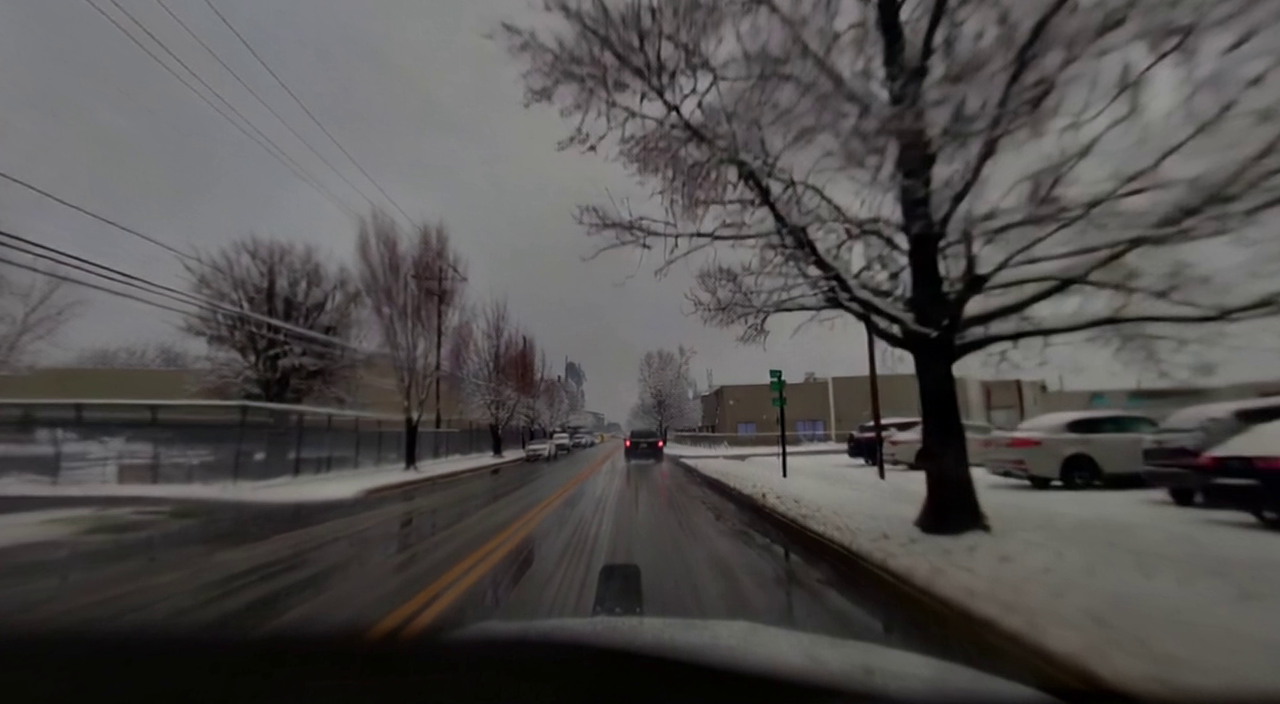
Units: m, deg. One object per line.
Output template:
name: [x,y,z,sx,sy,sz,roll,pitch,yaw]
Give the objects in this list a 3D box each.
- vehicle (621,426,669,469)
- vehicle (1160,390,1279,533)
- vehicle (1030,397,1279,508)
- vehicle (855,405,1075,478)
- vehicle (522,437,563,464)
vehicle: [0.250,4.539,30.201,2.152,1.874,4.042,0,-8,1]
vehicle: [8.995,1.156,7.039,4.661,1.480,1.930,-1,-9,-2]
vehicle: [8.669,1.491,9.482,4.239,1.460,1.984,0,-9,-1]
vehicle: [8.411,2.414,16.666,4.616,1.500,1.963,-4,-11,0]
vehicle: [-6.007,6.146,39.202,1.938,1.500,4.130,-3,-10,-1]
